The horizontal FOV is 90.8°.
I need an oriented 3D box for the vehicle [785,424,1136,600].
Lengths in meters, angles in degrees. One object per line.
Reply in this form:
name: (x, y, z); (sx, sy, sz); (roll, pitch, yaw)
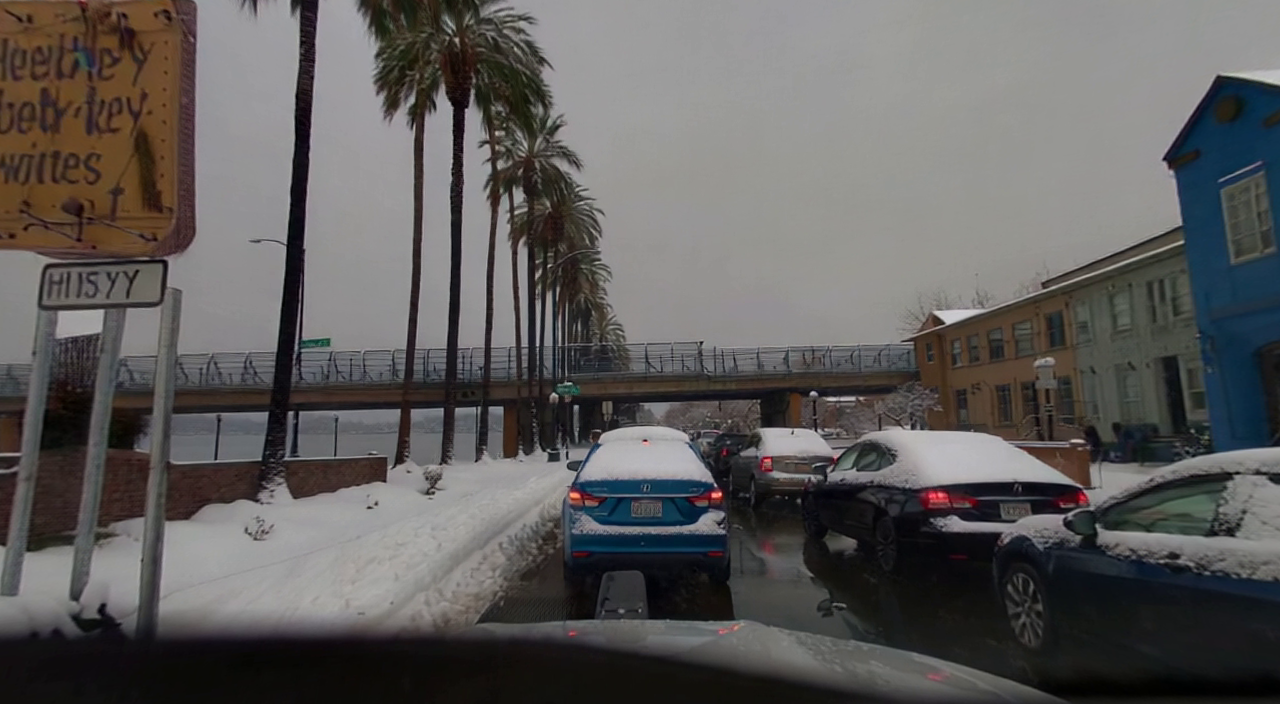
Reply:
vehicle: (3.275, 1.714, 7.712); (1.920, 1.490, 4.417); (0, -9, -1)

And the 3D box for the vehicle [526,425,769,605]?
vehicle: (0.058, 1.666, 7.267); (2.048, 1.503, 3.681); (0, -9, 0)

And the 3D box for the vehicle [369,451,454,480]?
vehicle: (-14.949, 7.471, 41.654); (4.852, 1.802, 2.104); (1, -8, -6)
